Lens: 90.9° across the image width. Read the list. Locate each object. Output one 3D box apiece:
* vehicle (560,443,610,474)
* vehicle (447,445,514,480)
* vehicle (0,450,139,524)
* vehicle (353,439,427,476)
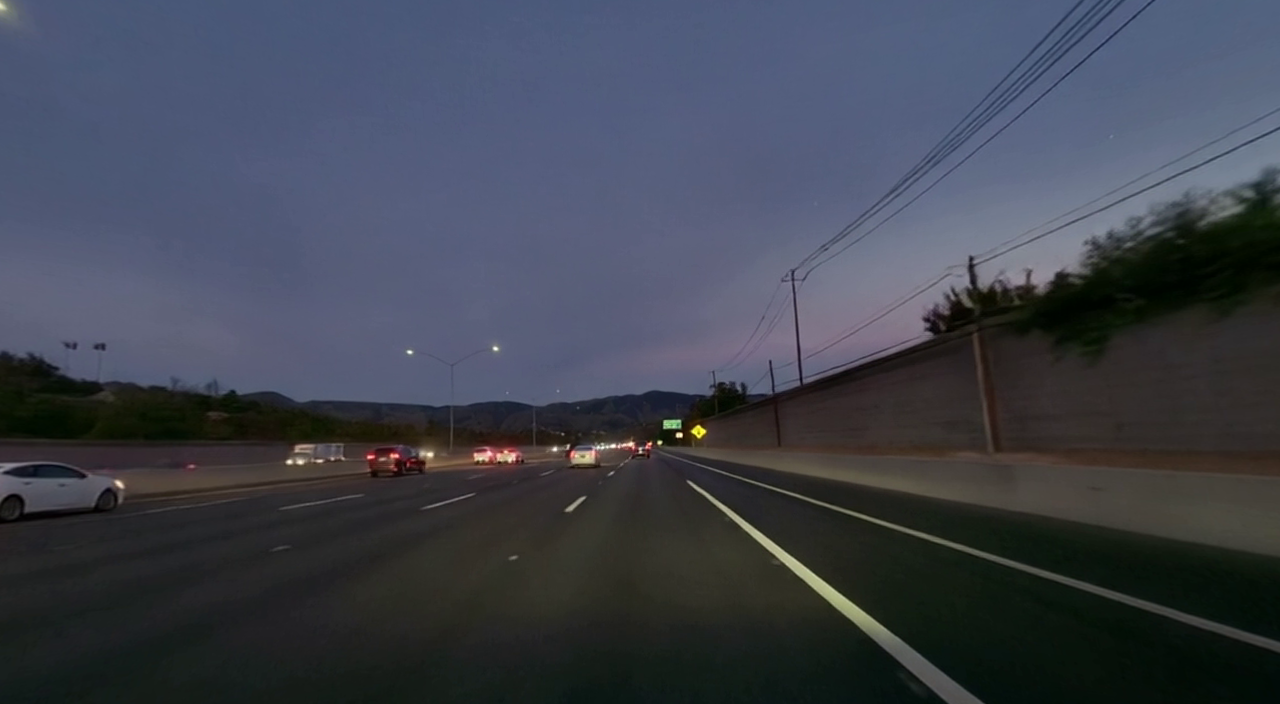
[{"bbox_3d":[-2.698,5.328,31.829,2.064,1.446,4.409,0,-8,0],"label":"vehicle"},{"bbox_3d":[-7.149,4.967,28.717,1.899,1.472,4.202,0,-8,1],"label":"vehicle"},{"bbox_3d":[-14.173,2.965,14.109,1.885,1.474,4.849,0,-8,1],"label":"vehicle"},{"bbox_3d":[-14.375,6.072,36.614,2.172,1.946,5.017,0,-8,1],"label":"vehicle"}]
